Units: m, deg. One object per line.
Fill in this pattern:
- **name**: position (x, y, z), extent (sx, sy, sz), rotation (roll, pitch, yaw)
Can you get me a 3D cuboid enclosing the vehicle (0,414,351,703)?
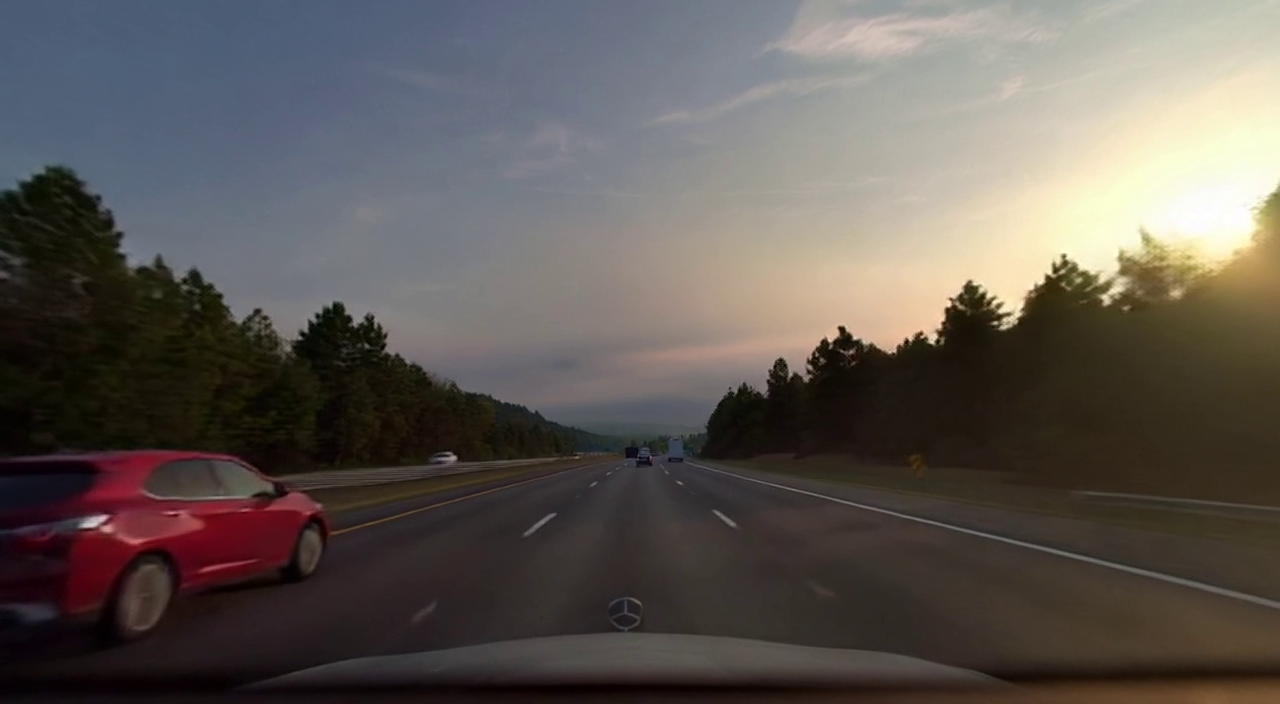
- **vehicle**: position (-4.124, 1.354, 4.842), extent (1.927, 1.530, 3.874), rotation (-1, -9, 0)
